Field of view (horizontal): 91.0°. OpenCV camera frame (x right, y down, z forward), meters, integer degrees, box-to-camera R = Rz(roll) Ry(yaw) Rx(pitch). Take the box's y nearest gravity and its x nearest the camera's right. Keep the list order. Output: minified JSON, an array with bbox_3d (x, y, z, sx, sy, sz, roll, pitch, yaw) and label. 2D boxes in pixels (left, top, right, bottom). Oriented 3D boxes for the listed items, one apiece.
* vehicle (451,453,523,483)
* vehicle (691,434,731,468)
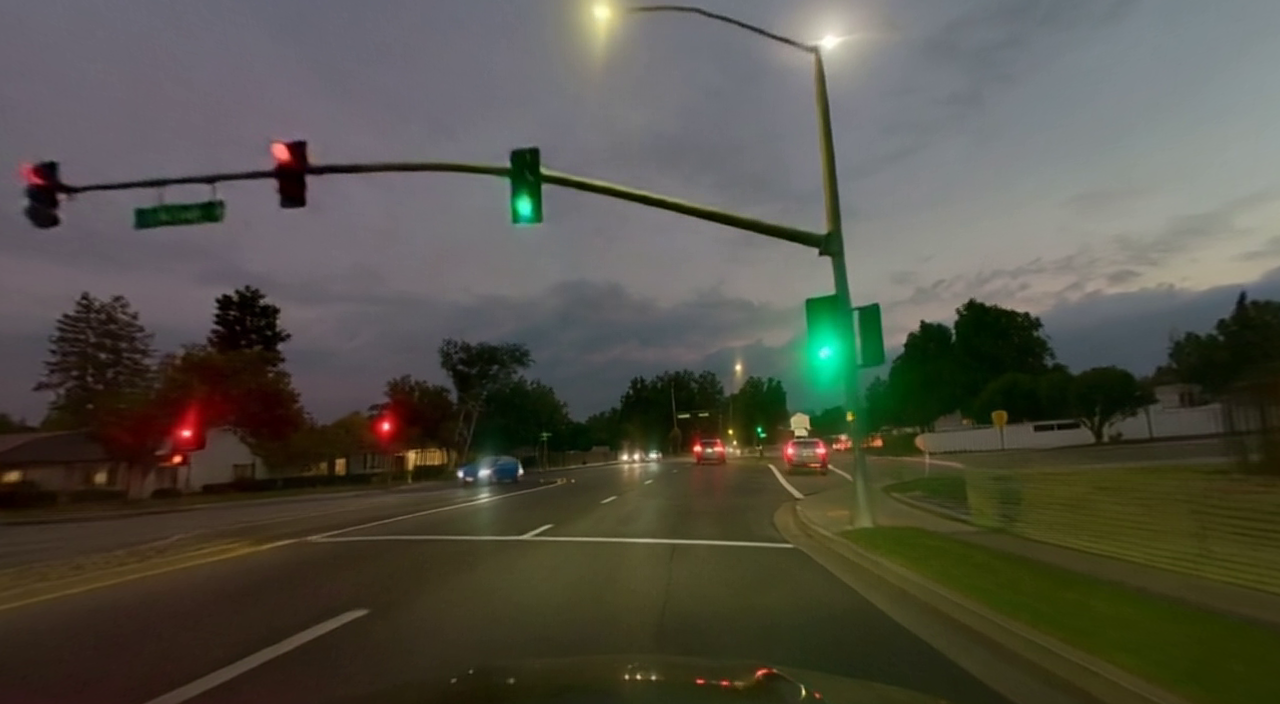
[{"bbox_3d":[-8.331,6.338,34.781,1.916,1.484,4.867,-2,-9,12],"label":"vehicle"},{"bbox_3d":[4.392,5.964,38.140,2.059,1.908,4.714,-2,-9,10],"label":"vehicle"}]
